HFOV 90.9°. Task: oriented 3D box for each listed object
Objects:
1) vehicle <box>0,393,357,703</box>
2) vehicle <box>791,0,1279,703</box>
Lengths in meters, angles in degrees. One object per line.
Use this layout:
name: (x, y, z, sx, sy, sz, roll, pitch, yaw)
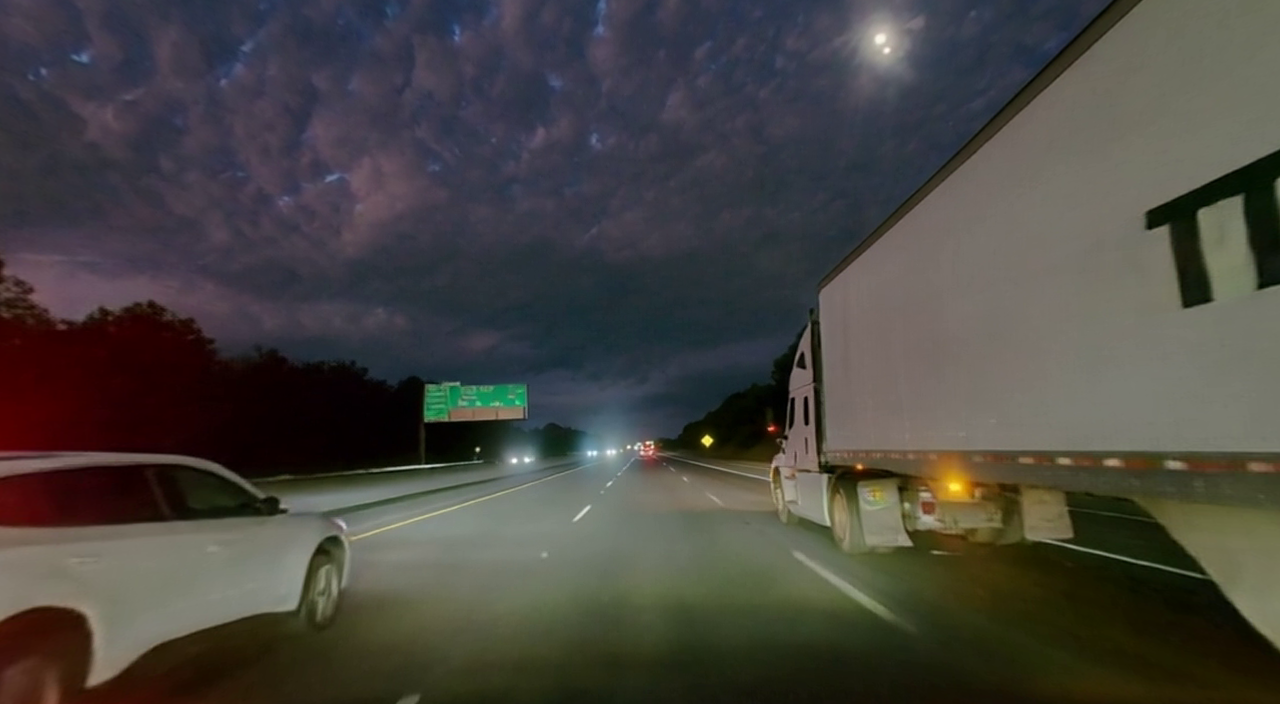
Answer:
vehicle: (-3.267, 0.948, 2.549, 2.054, 1.475, 4.708, 0, -9, 0)
vehicle: (3.829, 0.334, 6.261, 3.010, 3.907, 5.999, 0, -9, -1)
